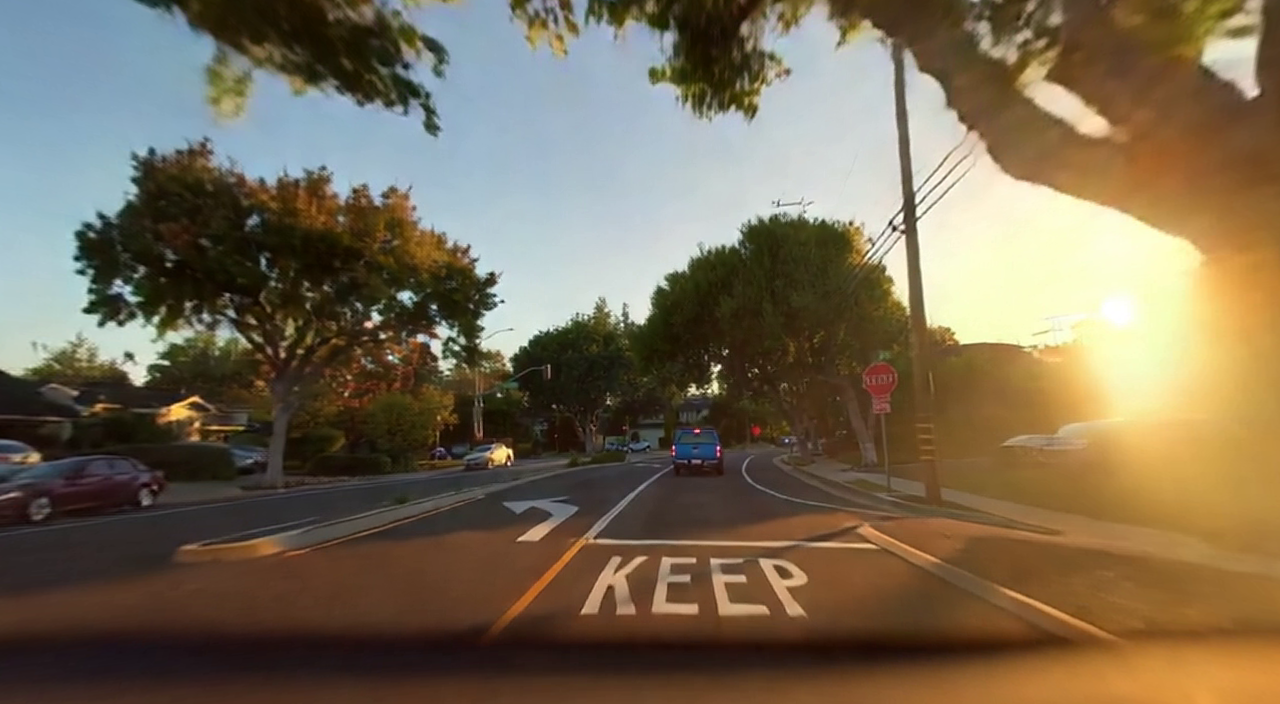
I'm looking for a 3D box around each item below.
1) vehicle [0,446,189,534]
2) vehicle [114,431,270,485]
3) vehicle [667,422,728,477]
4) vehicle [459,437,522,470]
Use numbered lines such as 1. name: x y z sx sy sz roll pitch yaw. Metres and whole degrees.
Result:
1. vehicle: -12.753 2.949 14.080 1.873 1.508 4.483 -2 -7 4
2. vehicle: -19.857 4.694 28.203 5.208 1.960 2.385 -3 -8 0
3. vehicle: 2.385 3.853 25.059 2.153 1.942 4.767 -1 -8 8
4. vehicle: -9.251 6.314 39.602 2.053 1.822 4.852 -3 -7 11
